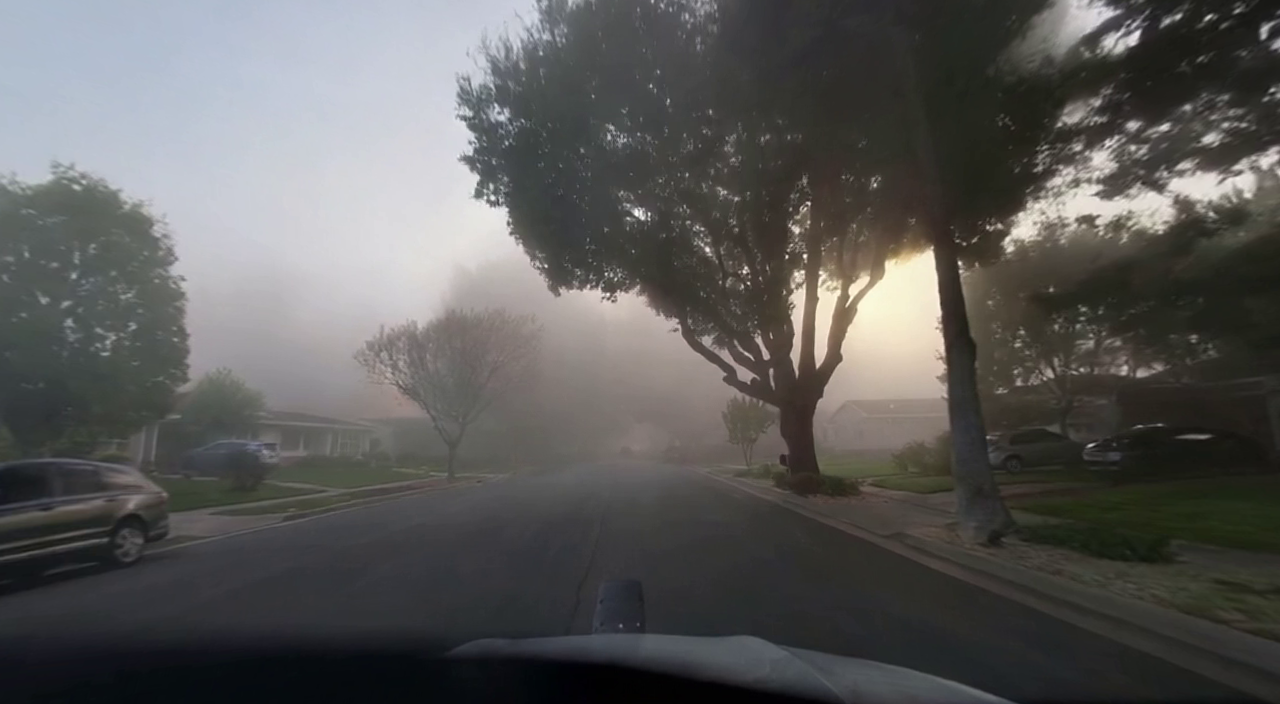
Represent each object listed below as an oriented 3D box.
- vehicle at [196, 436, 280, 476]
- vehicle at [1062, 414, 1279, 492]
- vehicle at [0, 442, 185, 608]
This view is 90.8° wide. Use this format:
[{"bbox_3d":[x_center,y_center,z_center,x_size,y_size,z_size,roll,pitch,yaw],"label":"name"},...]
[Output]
[{"bbox_3d":[-17.620,4.558,27.940,1.957,1.602,4.326,3,-9,-16],"label":"vehicle"},{"bbox_3d":[12.676,2.369,14.746,4.499,1.591,1.988,-7,-11,31],"label":"vehicle"},{"bbox_3d":[-6.950,1.728,6.257,1.860,1.498,3.969,-3,-7,2],"label":"vehicle"}]
